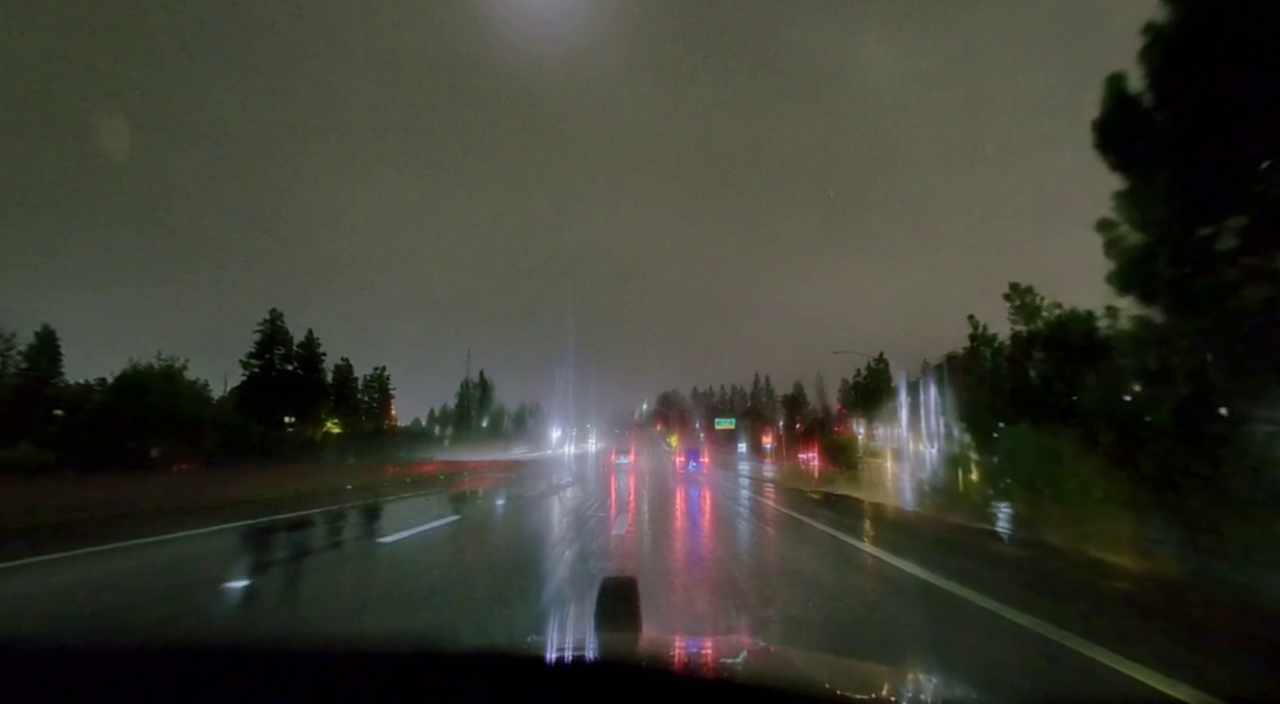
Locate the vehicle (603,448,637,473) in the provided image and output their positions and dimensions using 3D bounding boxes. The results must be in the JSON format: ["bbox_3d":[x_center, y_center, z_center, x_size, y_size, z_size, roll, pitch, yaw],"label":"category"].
[{"bbox_3d":[-1.356,7.762,45.279,2.127,1.692,4.382,0,-9,2],"label":"vehicle"}]

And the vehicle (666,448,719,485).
[{"bbox_3d":[2.319,5.202,28.969,2.029,1.528,4.644,0,-9,0],"label":"vehicle"}]
